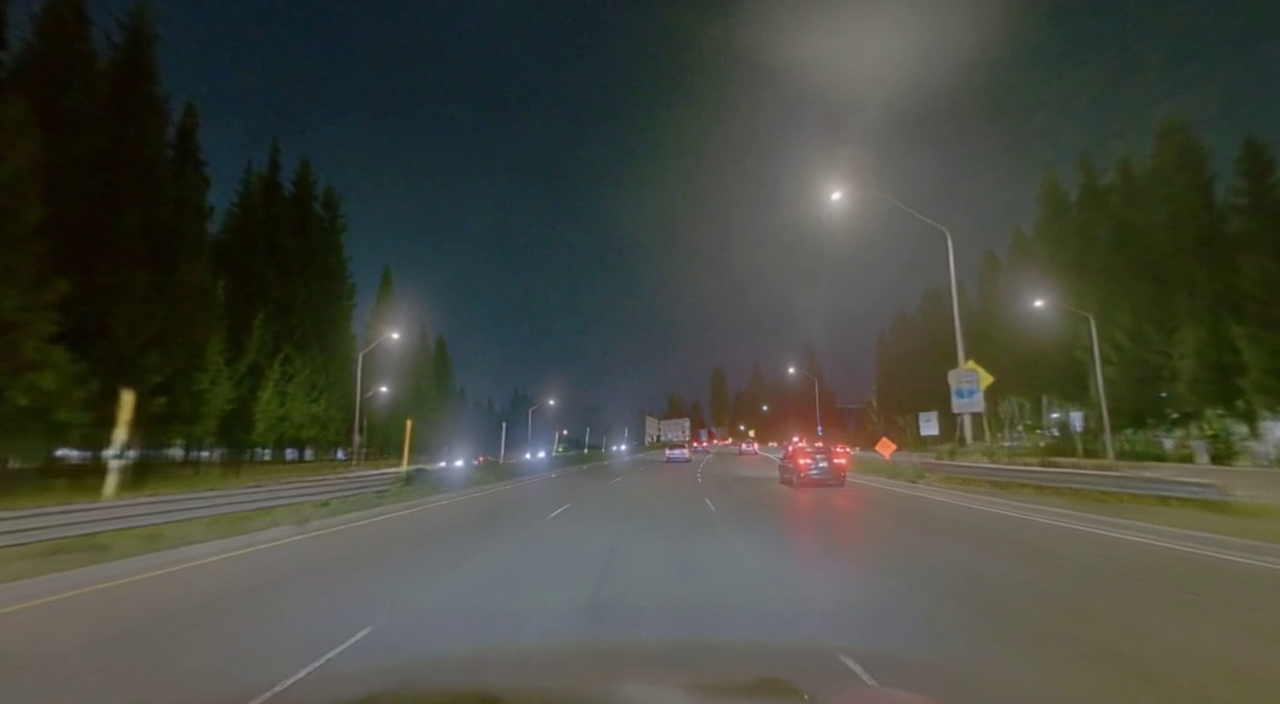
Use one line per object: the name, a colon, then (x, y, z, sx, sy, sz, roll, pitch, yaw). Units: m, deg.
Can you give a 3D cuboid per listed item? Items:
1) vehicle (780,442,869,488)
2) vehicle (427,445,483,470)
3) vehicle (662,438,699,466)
vehicle: (6.427, 3.977, 22.527, 2.044, 1.474, 4.083, 0, -8, 2)
vehicle: (-13.158, 7.516, 45.244, 2.186, 1.628, 4.551, -1, -9, 6)
vehicle: (2.688, 6.468, 41.012, 2.201, 1.676, 4.541, -1, -9, 6)
